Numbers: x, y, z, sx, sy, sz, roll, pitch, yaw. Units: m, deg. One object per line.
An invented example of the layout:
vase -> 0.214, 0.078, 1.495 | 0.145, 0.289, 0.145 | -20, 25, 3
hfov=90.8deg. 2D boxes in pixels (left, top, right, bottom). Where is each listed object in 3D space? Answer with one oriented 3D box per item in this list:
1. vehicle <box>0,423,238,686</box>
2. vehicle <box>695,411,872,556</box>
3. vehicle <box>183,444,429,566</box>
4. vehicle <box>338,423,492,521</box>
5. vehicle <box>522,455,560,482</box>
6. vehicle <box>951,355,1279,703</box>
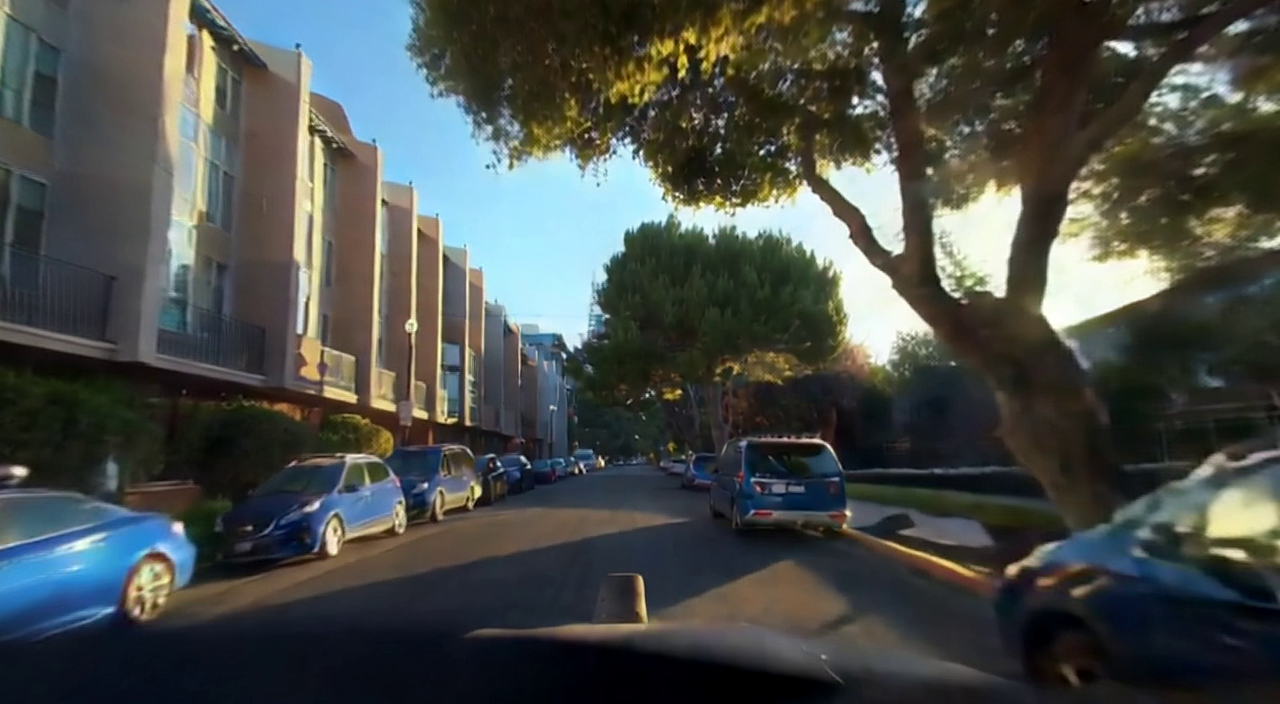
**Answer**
vehicle -> -5.575, 1.562, 4.637 | 2.101, 1.646, 5.001 | -2, -2, -1
vehicle -> 2.643, 2.454, 13.280 | 2.259, 2.119, 5.281 | -1, -2, -3
vehicle -> -5.617, 2.578, 11.509 | 1.838, 1.725, 4.660 | -1, -9, 1
vehicle -> -5.637, 3.230, 16.862 | 2.196, 2.059, 5.748 | -2, -12, -2
vehicle -> -5.807, 6.880, 37.480 | 1.722, 1.491, 3.431 | 0, -9, 0
vehicle -> 2.842, 0.721, 1.029 | 2.031, 1.655, 5.148 | 0, -9, 0
